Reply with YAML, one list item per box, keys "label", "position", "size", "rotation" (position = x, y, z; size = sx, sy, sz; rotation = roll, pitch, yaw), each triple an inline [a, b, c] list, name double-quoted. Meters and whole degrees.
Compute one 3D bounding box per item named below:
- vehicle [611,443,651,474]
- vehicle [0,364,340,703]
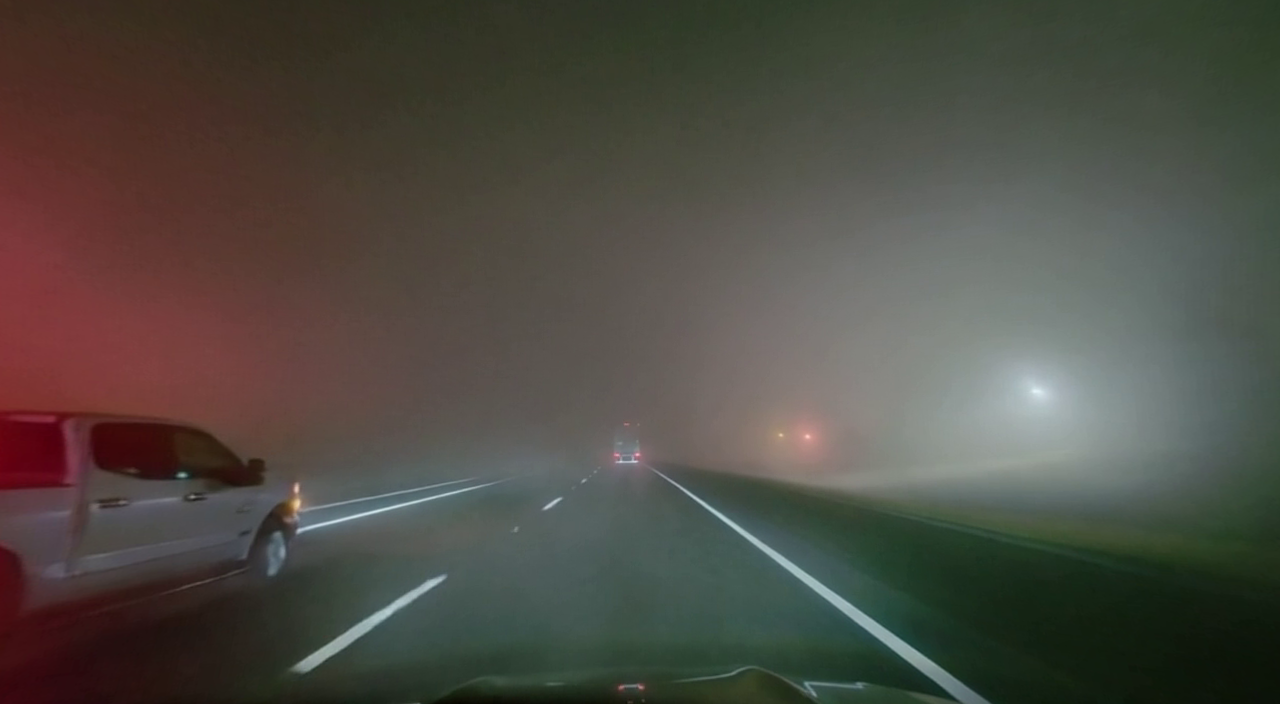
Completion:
- label: "vehicle"
  position: [-0.530, 6.299, 37.240]
  size: [2.230, 1.715, 4.243]
  rotation: [0, -9, -1]
- label: "vehicle"
  position: [-3.979, 1.019, 3.616]
  size: [2.181, 1.653, 4.691]
  rotation: [0, -9, 0]
